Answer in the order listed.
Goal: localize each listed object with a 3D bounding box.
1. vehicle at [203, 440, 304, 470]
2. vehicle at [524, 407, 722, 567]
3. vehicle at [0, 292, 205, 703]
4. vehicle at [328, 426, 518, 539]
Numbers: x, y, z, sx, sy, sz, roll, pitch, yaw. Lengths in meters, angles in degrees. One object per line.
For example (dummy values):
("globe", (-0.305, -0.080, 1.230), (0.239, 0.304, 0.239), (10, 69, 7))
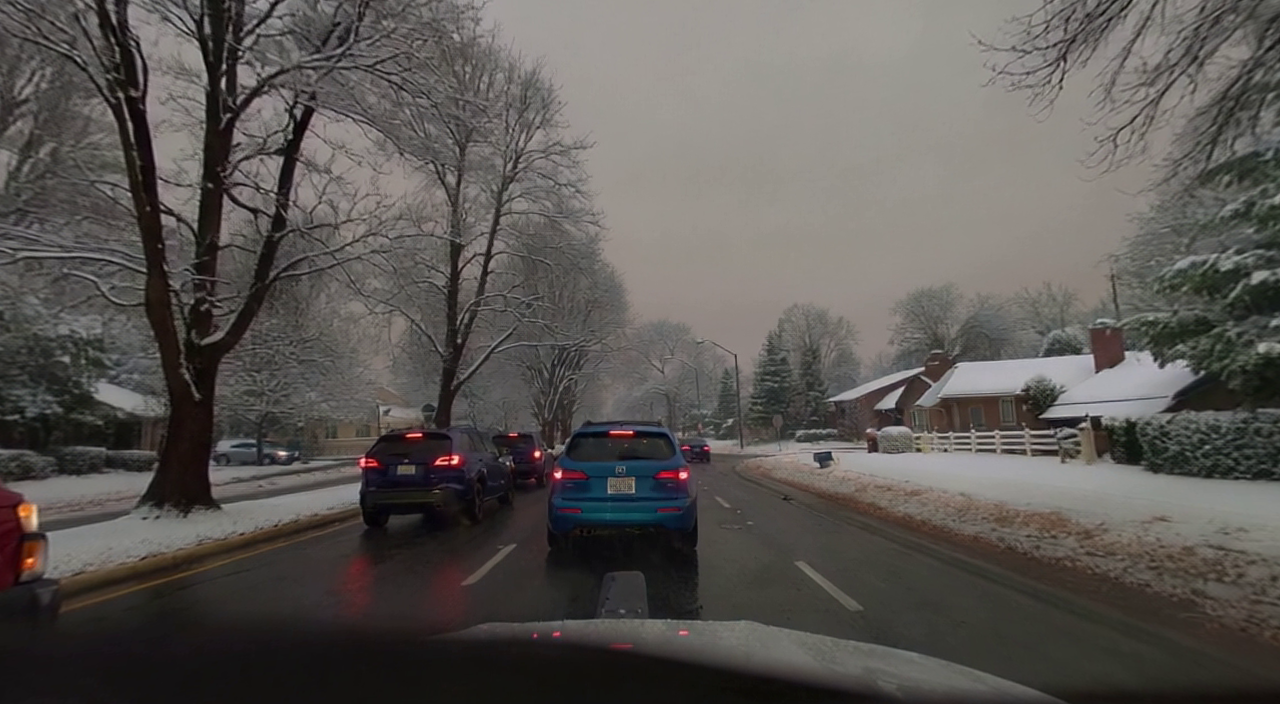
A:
("vehicle", (-28.497, 7.591, 46.835), (5.856, 2.096, 2.481), (3, -9, -18))
("vehicle", (-0.191, 1.747, 8.878), (2.112, 1.693, 4.058), (0, -8, 0))
("vehicle", (-3.532, 0.545, 0.952), (2.304, 1.928, 4.833), (0, -8, -1))
("vehicle", (-3.658, 2.269, 11.643), (1.948, 1.668, 4.279), (0, -8, 0))
